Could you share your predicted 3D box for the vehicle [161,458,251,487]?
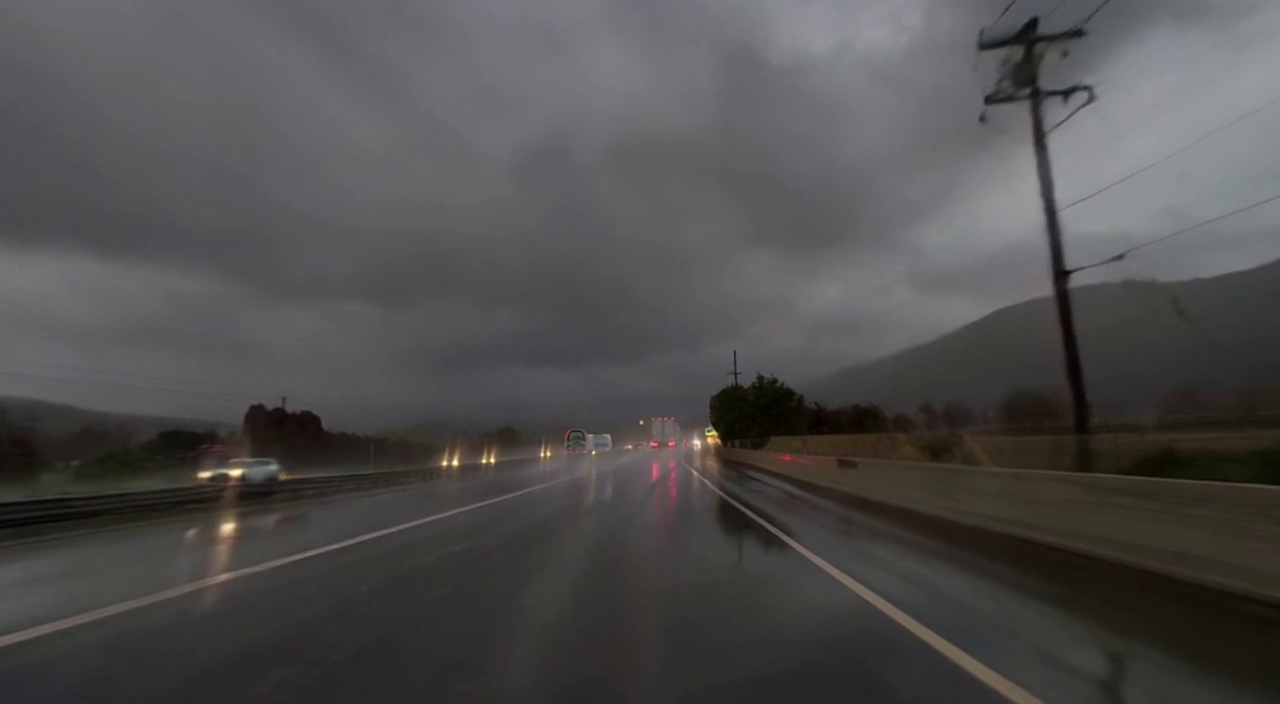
[{"bbox_3d":[-25.887,7.195,37.784,1.863,1.499,4.411,-1,-9,7],"label":"vehicle"}]
